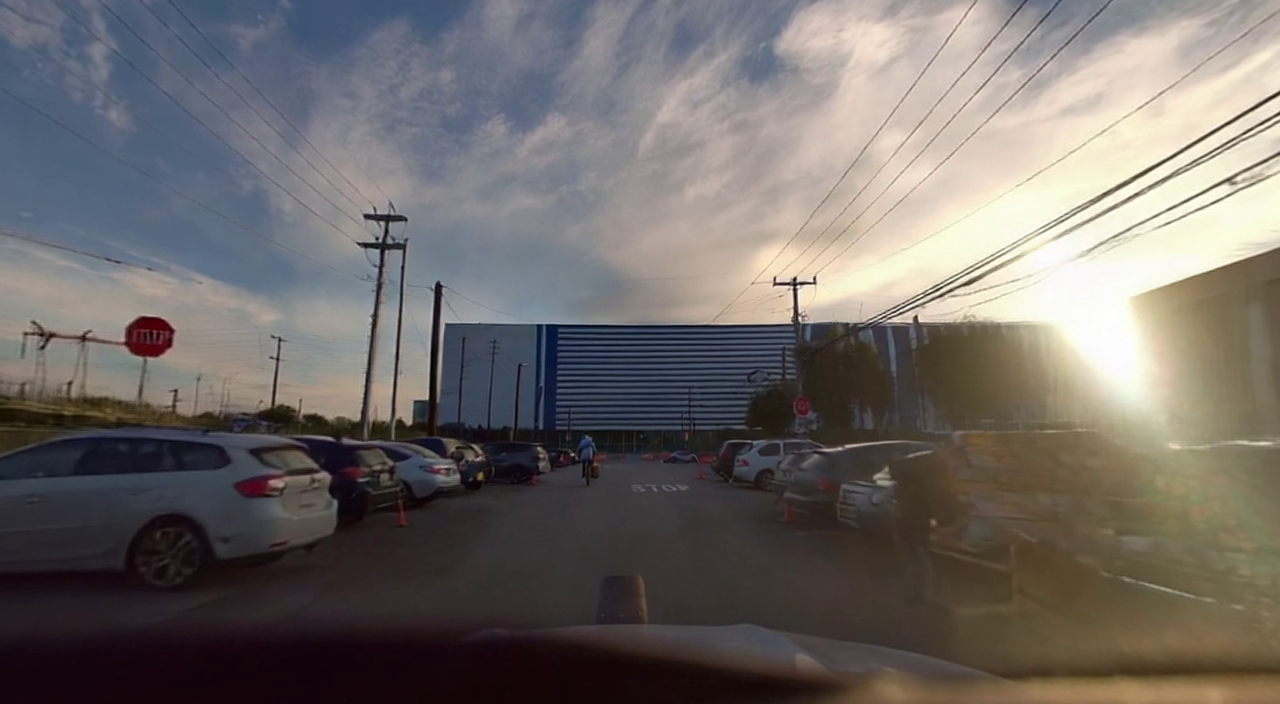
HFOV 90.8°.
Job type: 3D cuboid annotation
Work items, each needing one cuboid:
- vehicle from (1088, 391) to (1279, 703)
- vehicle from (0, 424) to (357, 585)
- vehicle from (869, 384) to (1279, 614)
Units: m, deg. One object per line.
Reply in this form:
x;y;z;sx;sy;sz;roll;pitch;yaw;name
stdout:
4.907;0.994;2.938;4.104;1.603;1.968;0;-8;-1;vehicle
-6.116;1.578;6.926;5.099;1.491;1.868;0;-8;-1;vehicle
4.518;1.358;5.692;4.100;1.546;2.092;3;-14;0;vehicle
